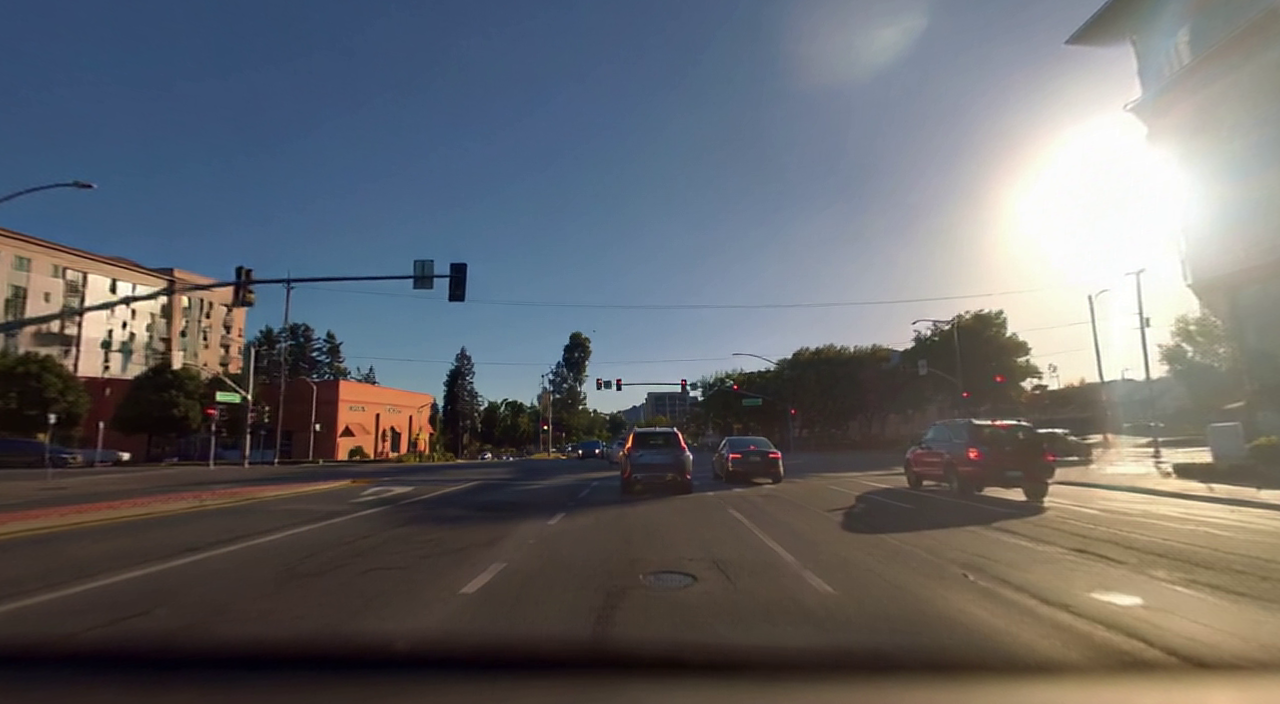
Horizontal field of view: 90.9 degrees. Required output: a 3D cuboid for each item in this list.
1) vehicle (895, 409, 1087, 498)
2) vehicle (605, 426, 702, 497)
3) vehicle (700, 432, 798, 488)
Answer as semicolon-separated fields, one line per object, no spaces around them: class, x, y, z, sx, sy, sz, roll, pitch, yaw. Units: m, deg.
vehicle;8.501;2.517;15.959;2.132;1.892;4.851;0;-8;2
vehicle;0.273;2.734;16.108;2.099;1.516;4.681;0;-8;-1
vehicle;2.999;3.092;18.327;1.994;1.436;4.169;0;-8;-2
